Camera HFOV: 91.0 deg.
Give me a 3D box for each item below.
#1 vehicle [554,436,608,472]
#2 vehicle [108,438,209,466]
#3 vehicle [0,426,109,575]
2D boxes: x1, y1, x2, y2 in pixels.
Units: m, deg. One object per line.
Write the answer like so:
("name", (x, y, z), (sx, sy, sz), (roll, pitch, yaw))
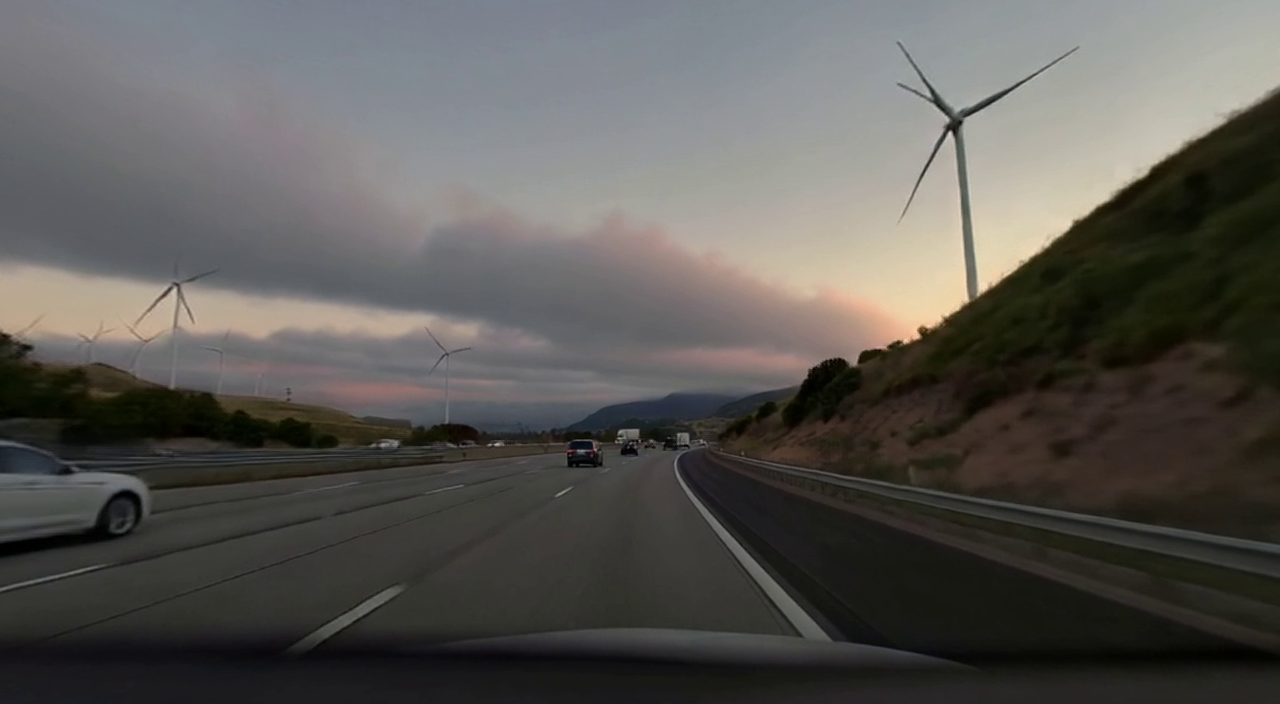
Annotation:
("vehicle", (-2.934, 5.202, 32.348), (2.118, 1.702, 4.355), (0, -8, 3))
("vehicle", (-28.188, 5.862, 37.098), (1.872, 1.541, 4.980), (0, -9, 2))
("vehicle", (-7.694, 1.382, 5.443), (2.015, 1.537, 4.728), (0, -9, 1))
